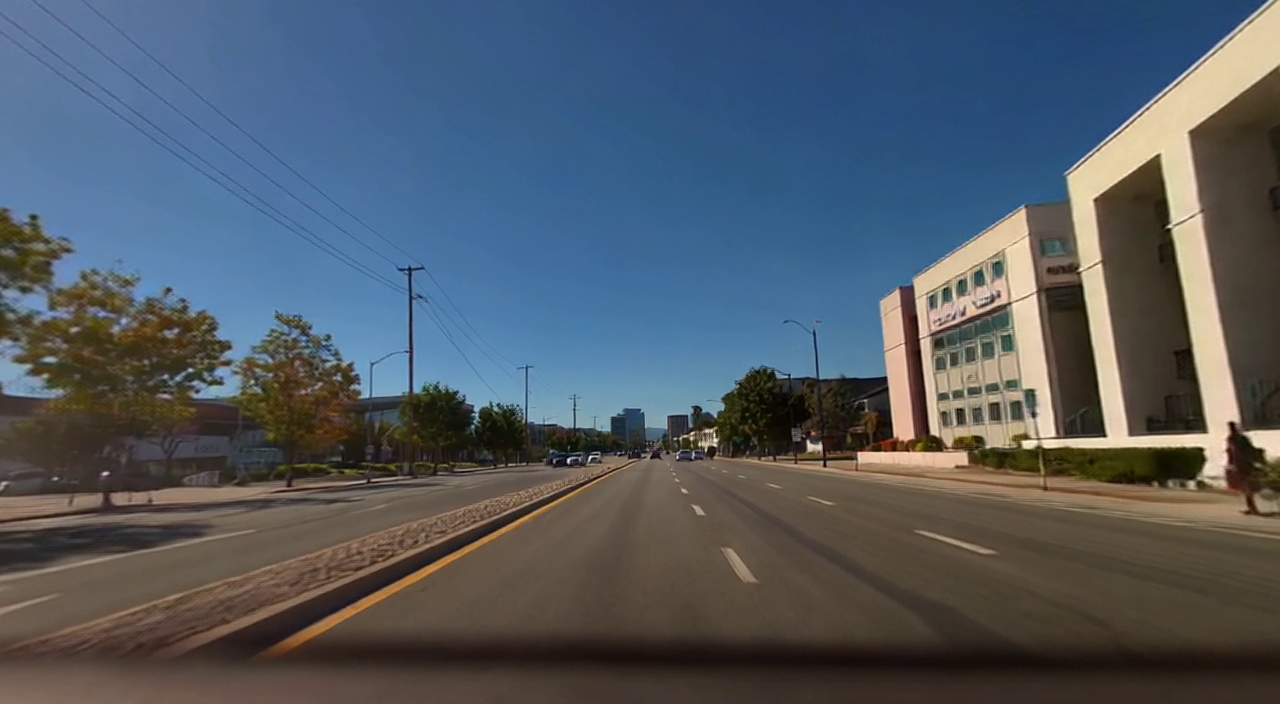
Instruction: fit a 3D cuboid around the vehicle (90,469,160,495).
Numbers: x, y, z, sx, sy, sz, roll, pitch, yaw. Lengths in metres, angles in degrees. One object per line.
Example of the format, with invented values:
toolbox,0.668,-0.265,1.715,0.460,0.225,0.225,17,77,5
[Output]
vehicle,-36.837,9.309,45.222,1.736,1.540,3.854,0,-8,0
